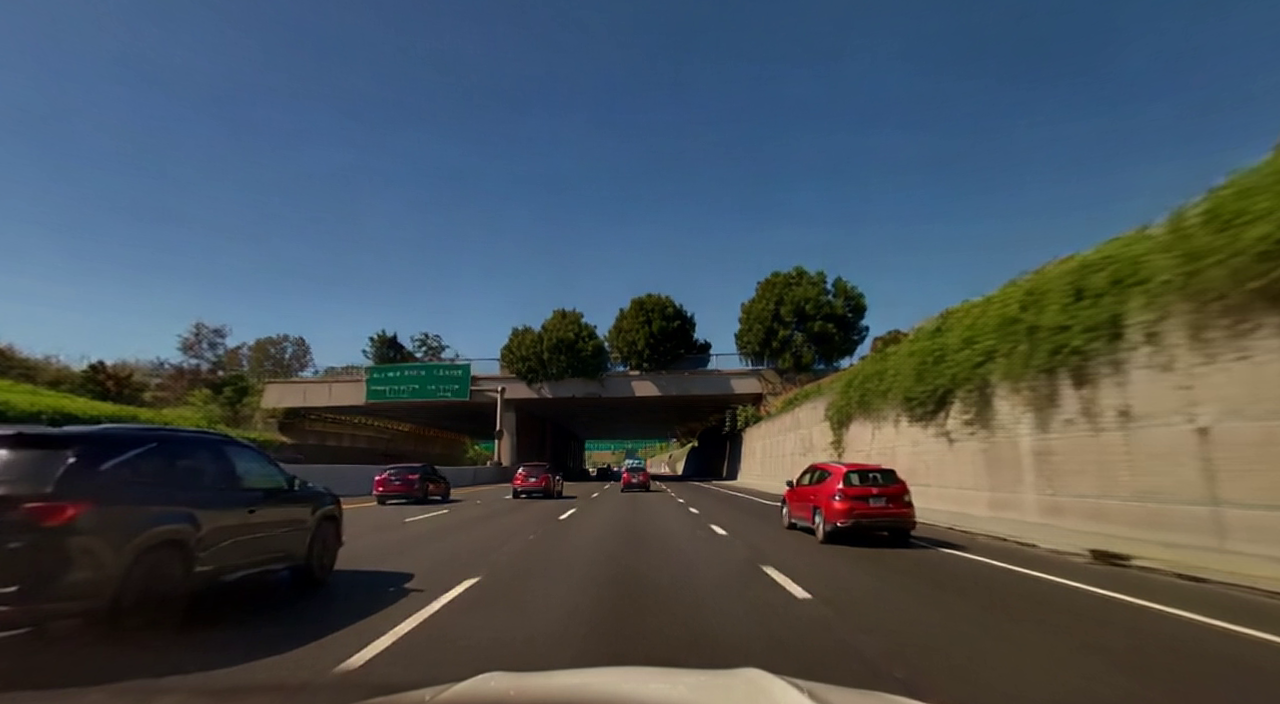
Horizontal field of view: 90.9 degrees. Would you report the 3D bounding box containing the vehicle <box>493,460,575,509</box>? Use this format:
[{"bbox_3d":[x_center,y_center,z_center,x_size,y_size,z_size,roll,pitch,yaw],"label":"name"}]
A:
[{"bbox_3d":[-3.705,4.765,22.914,2.102,1.521,4.687,1,-11,1],"label":"vehicle"}]

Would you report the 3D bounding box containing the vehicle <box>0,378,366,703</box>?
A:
[{"bbox_3d":[-4.103,1.307,4.765,2.069,1.699,4.452,1,-11,-1],"label":"vehicle"}]

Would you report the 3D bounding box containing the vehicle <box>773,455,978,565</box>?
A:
[{"bbox_3d":[3.859,2.677,11.225,1.992,1.557,4.017,1,-11,-1],"label":"vehicle"}]

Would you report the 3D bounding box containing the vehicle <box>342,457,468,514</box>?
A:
[{"bbox_3d":[-7.242,4.199,20.051,2.142,1.545,4.708,1,-11,1],"label":"vehicle"}]

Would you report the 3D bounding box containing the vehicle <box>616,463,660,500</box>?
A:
[{"bbox_3d":[-0.111,6.229,30.520,1.992,1.601,3.762,1,-11,0],"label":"vehicle"}]
